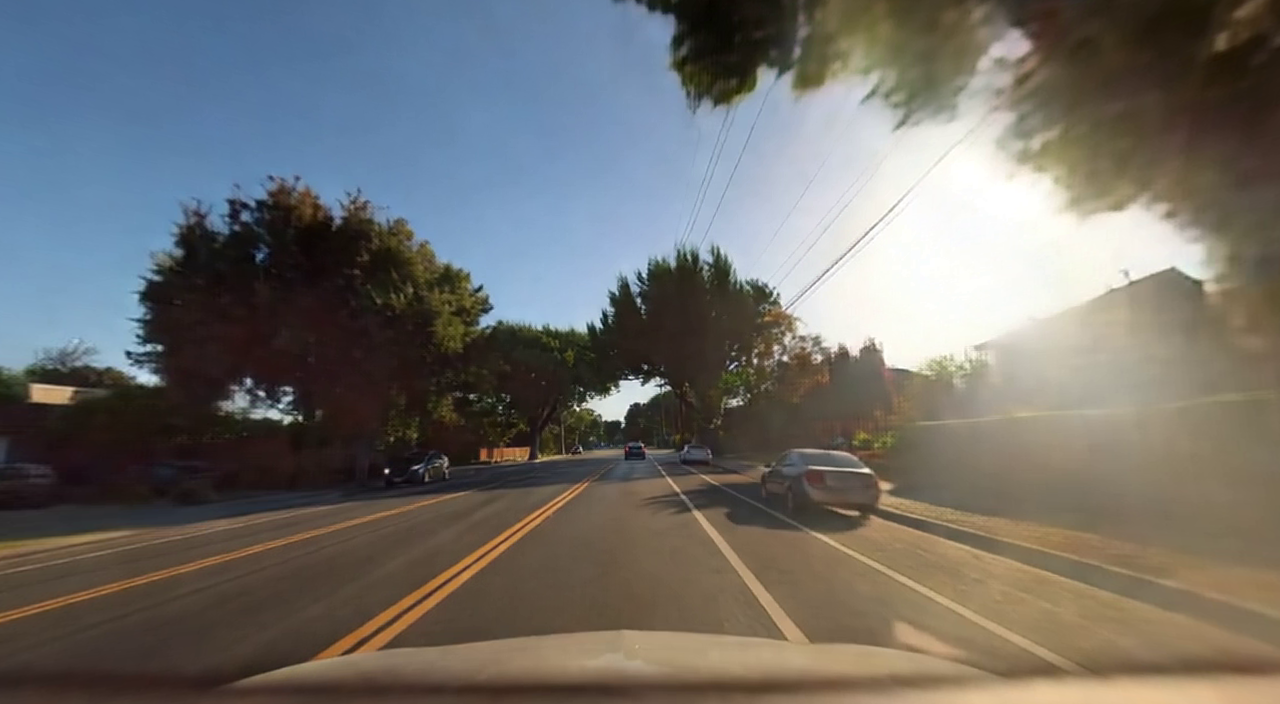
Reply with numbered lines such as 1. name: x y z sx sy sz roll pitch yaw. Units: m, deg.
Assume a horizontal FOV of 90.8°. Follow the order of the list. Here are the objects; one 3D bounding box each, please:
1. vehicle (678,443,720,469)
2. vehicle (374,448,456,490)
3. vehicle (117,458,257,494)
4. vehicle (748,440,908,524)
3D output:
1. vehicle: 3.992 7.109 43.447 2.124 1.524 4.698 4 -9 -2
2. vehicle: -11.280 5.854 32.120 2.086 1.711 5.661 -5 -8 0
3. vehicle: -18.671 5.105 26.186 4.326 1.355 1.812 1 -9 -3
4. vehicle: 3.817 2.708 13.807 2.014 1.498 4.484 0 -8 -2
